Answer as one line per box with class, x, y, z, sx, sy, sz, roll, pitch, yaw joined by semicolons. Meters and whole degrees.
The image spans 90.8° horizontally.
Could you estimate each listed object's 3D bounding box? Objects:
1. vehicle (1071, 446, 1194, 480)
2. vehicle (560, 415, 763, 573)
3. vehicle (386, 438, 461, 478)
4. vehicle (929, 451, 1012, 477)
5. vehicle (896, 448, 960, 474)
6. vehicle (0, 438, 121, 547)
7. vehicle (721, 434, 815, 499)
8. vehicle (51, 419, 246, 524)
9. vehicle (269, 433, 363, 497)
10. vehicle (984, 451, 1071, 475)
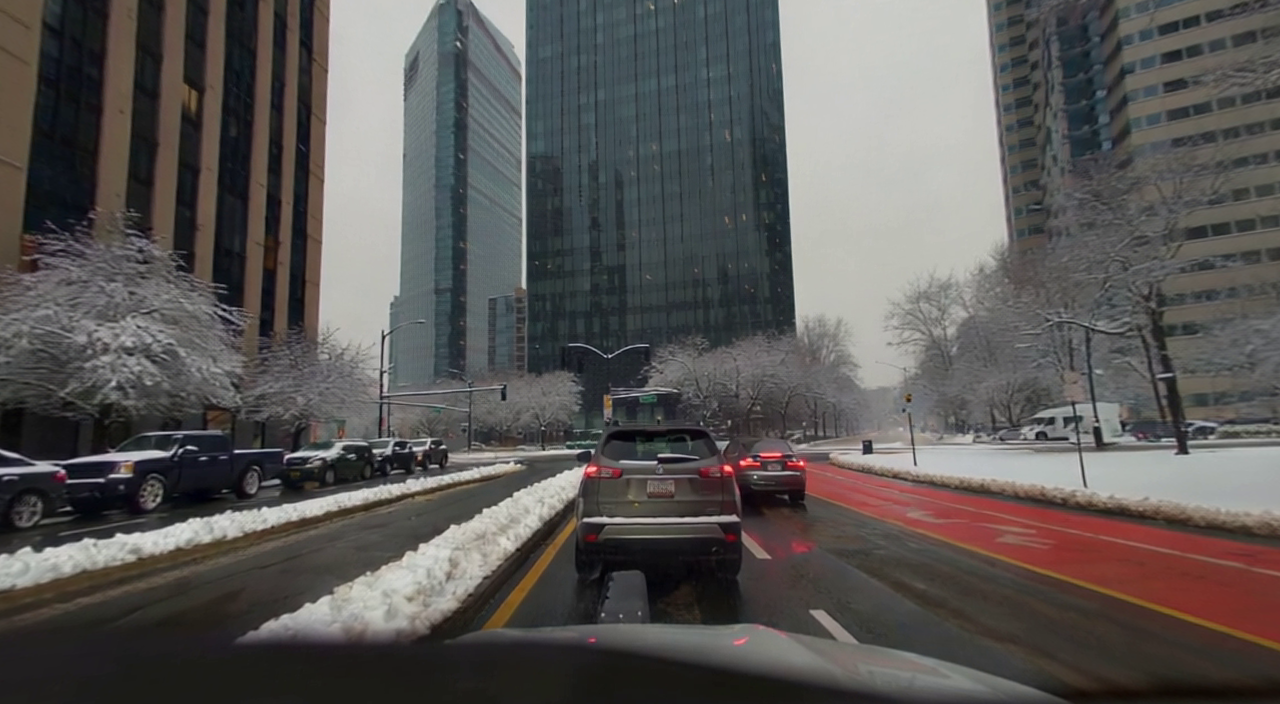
vehicle;31.197;7.020;40.274;5.890;1.996;2.155;-6;-10;35
vehicle;0.280;1.850;9.003;2.192;1.695;4.142;0;-8;1
vehicle;-11.640;5.724;34.517;2.338;1.963;5.740;0;-8;-3
vehicle;23.683;7.995;45.330;4.956;1.706;1.822;-6;-10;34
vehicle;22.766;8.595;49.979;4.211;1.820;2.094;-4;-10;33
vehicle;-9.967;1.972;8.853;1.844;1.524;4.371;0;-8;-4
vehicle;3.876;3.546;20.021;2.143;1.793;4.763;0;-8;3
vehicle;-10.319;2.487;13.635;1.543;1.946;3.454;1;-8;-5
vehicle;-10.942;3.809;21.620;1.559;1.973;3.419;0;-8;-4
vehicle;28.320;8.065;46.220;5.153;1.626;1.895;-6;-11;36
